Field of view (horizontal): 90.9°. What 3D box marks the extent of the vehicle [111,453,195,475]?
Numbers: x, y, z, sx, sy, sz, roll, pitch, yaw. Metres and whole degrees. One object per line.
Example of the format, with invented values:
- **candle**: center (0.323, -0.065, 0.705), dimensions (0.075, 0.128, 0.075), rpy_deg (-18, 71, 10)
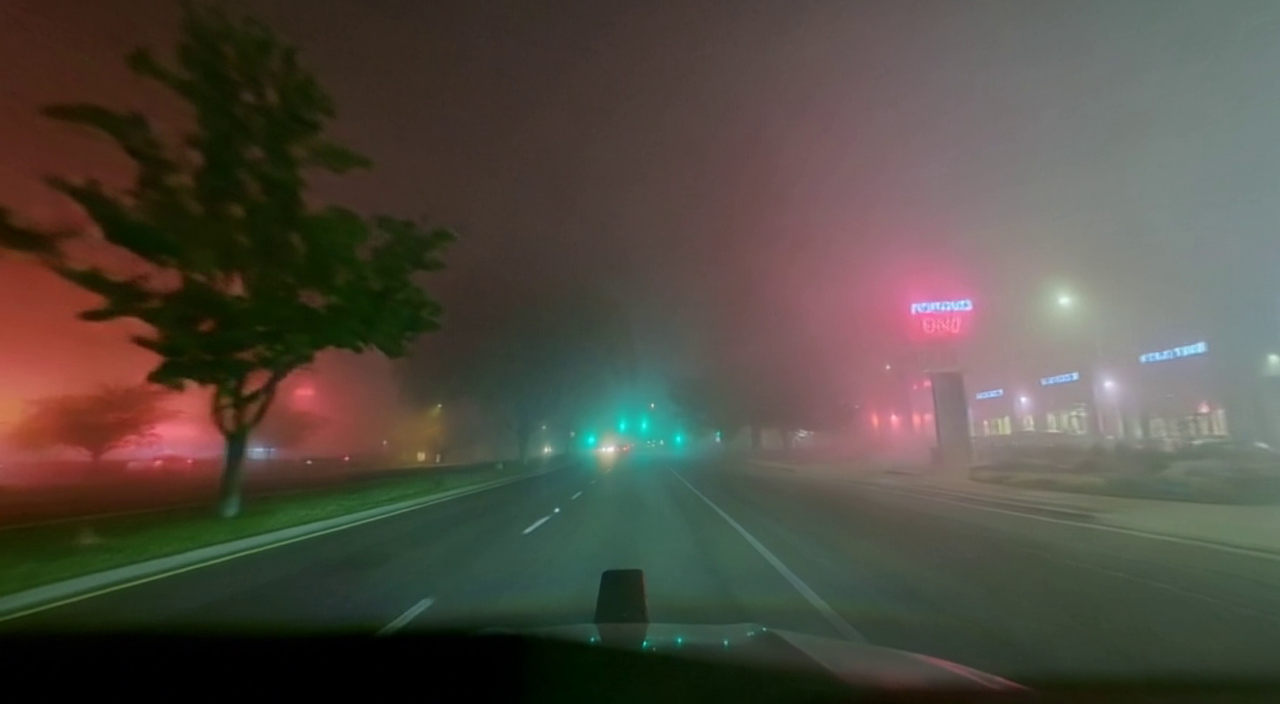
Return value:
- **vehicle**: center (-35.864, 8.213, 46.511), dimensions (4.644, 1.465, 1.793), rpy_deg (8, -12, -44)
